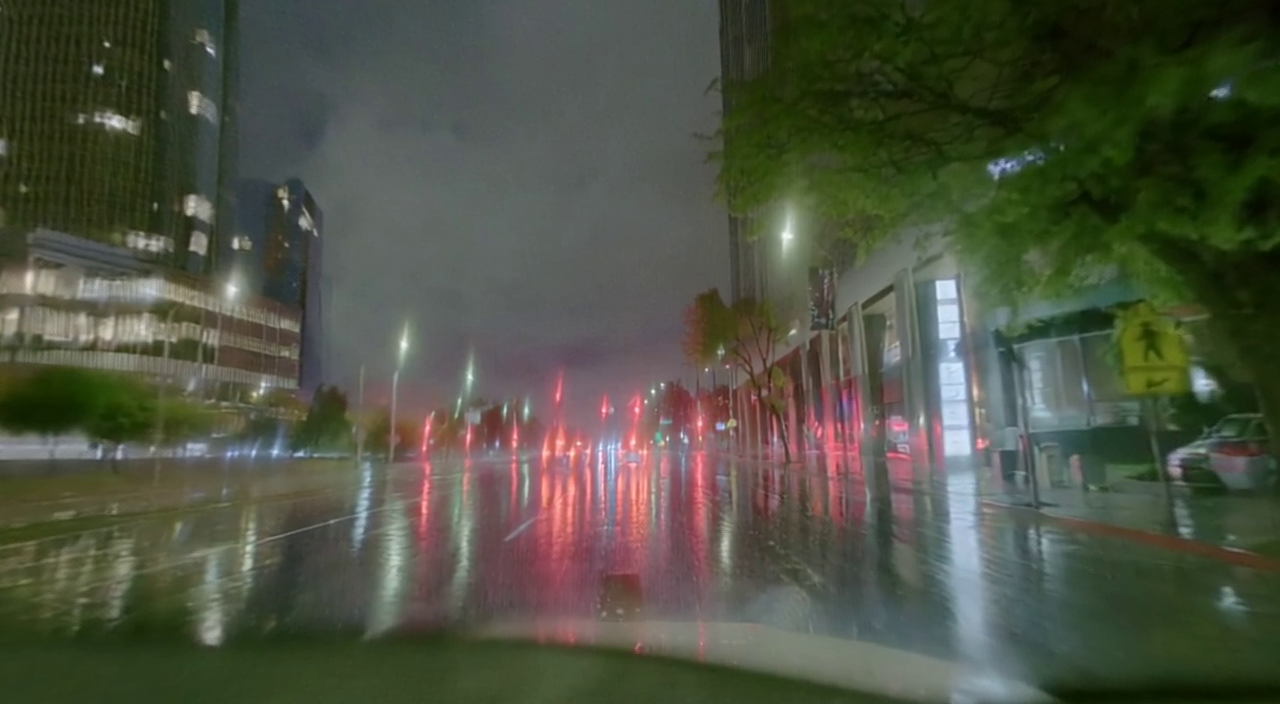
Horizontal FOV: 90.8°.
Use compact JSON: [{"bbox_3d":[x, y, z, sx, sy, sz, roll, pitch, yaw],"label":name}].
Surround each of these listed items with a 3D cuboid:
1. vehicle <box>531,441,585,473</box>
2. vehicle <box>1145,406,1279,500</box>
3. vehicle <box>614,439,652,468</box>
[{"bbox_3d":[-3.988,5.216,31.561,2.020,1.457,4.496,0,-8,1],"label":"vehicle"},{"bbox_3d":[12.761,1.944,12.301,4.084,1.661,2.042,0,-8,-2],"label":"vehicle"},{"bbox_3d":[-0.390,5.781,36.046,2.042,1.555,3.912,0,-8,0],"label":"vehicle"}]
